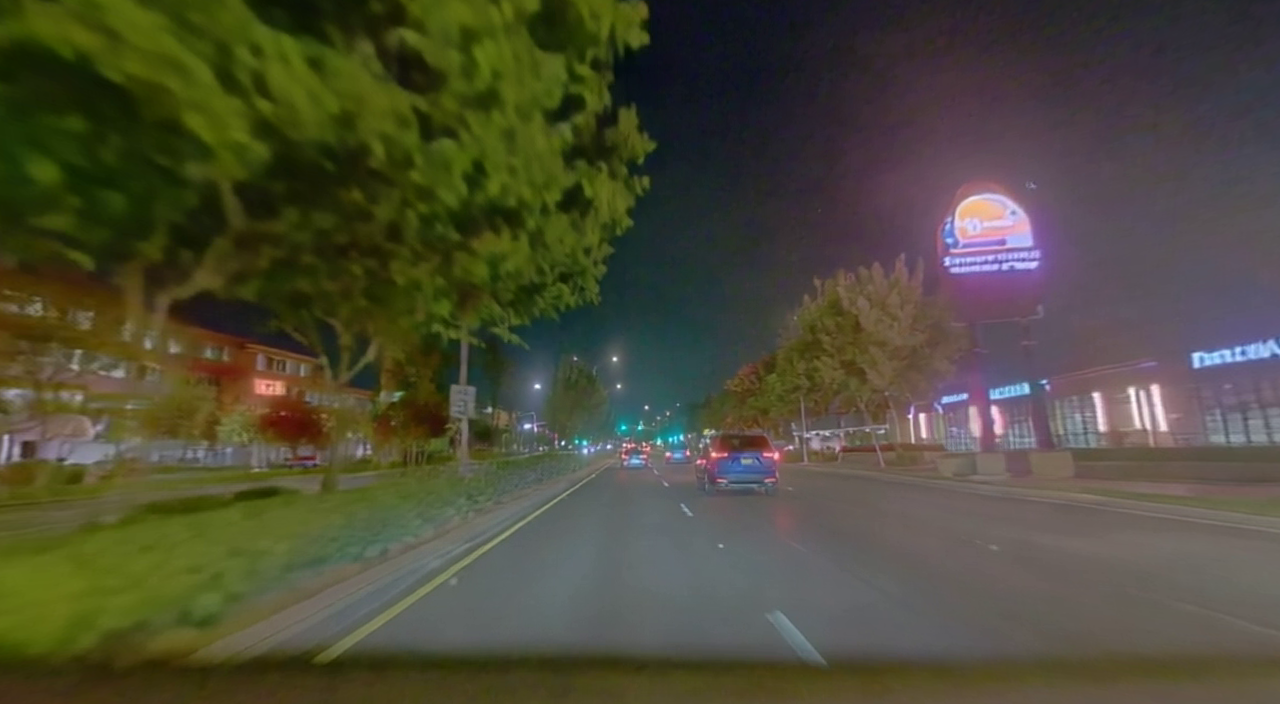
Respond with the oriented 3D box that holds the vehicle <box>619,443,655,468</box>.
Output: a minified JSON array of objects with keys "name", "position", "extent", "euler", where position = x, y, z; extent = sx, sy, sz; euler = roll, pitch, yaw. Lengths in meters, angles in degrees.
[{"name":"vehicle","position":[-0.204,6.317,38.696],"extent":[2.056,1.440,3.798],"euler":[0,-9,-1]}]

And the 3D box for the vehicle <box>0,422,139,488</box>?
[{"name":"vehicle","position":[-26.965,4.701,28.912],"extent":[5.905,2.803,2.261],"euler":[0,-9,-2]}]

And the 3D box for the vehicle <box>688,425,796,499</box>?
[{"name":"vehicle","position":[2.702,3.074,18.001],"extent":[2.140,1.811,4.593],"euler":[0,-9,-2]}]

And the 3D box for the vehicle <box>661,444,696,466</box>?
[{"name":"vehicle","position":[2.523,6.860,42.250],"extent":[1.970,1.402,3.756],"euler":[0,-9,-2]}]
